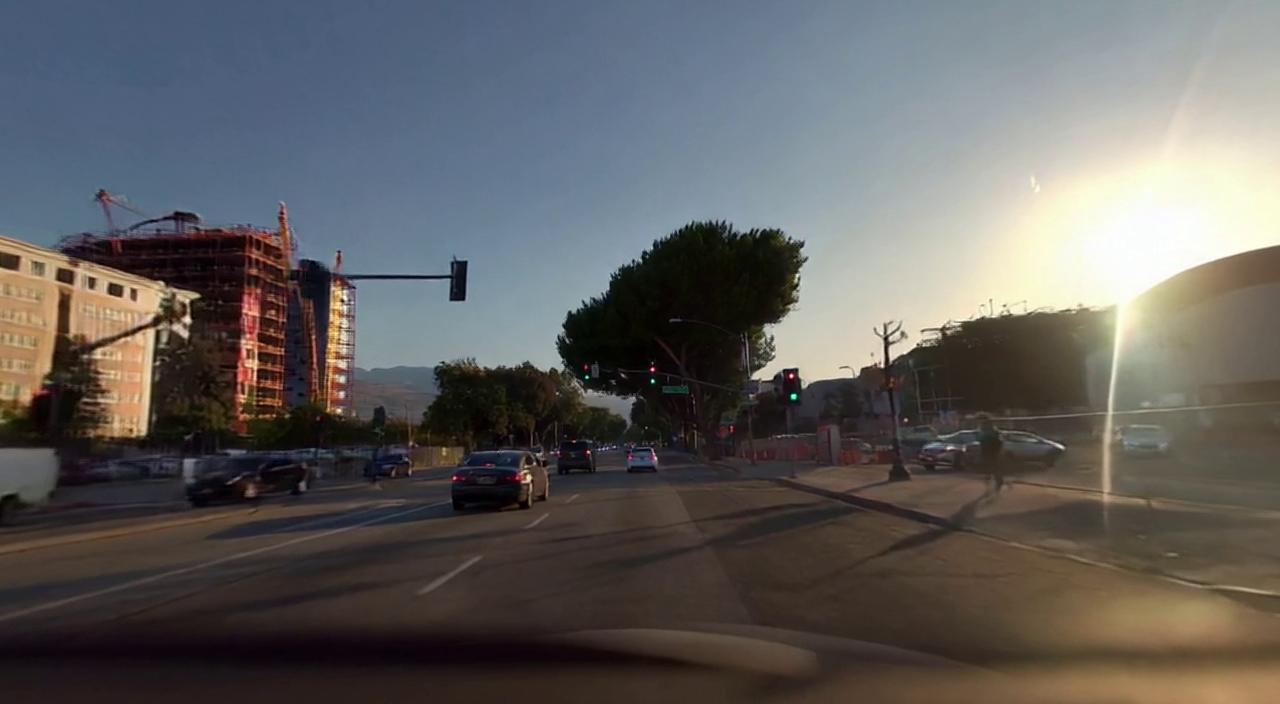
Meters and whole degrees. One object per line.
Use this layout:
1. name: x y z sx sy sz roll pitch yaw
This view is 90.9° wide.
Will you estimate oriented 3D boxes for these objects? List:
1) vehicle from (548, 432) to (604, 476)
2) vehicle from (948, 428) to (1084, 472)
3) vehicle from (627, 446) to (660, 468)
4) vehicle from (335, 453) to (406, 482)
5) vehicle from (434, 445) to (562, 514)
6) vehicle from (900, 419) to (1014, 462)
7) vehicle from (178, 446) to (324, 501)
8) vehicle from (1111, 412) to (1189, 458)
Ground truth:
1. vehicle: -3.129 5.134 31.999 2.240 2.054 4.662 0 -9 2
2. vehicle: 13.399 3.454 22.504 4.061 1.465 1.803 2 -8 -17
3. vehicle: 0.269 7.282 44.011 2.171 1.422 4.146 0 -9 1
4. vehicle: -14.890 6.372 35.067 1.879 1.450 4.279 -1 -9 3
5. vehicle: -3.233 2.989 15.393 1.959 1.406 4.527 0 -9 2
6. vehicle: 12.143 3.411 24.219 3.500 1.563 1.871 2 -9 -19
7. vehicle: -11.818 3.668 19.500 1.898 1.498 3.913 0 -9 2
8. vehicle: 23.626 3.883 29.117 2.304 1.936 5.023 -8 -12 42
